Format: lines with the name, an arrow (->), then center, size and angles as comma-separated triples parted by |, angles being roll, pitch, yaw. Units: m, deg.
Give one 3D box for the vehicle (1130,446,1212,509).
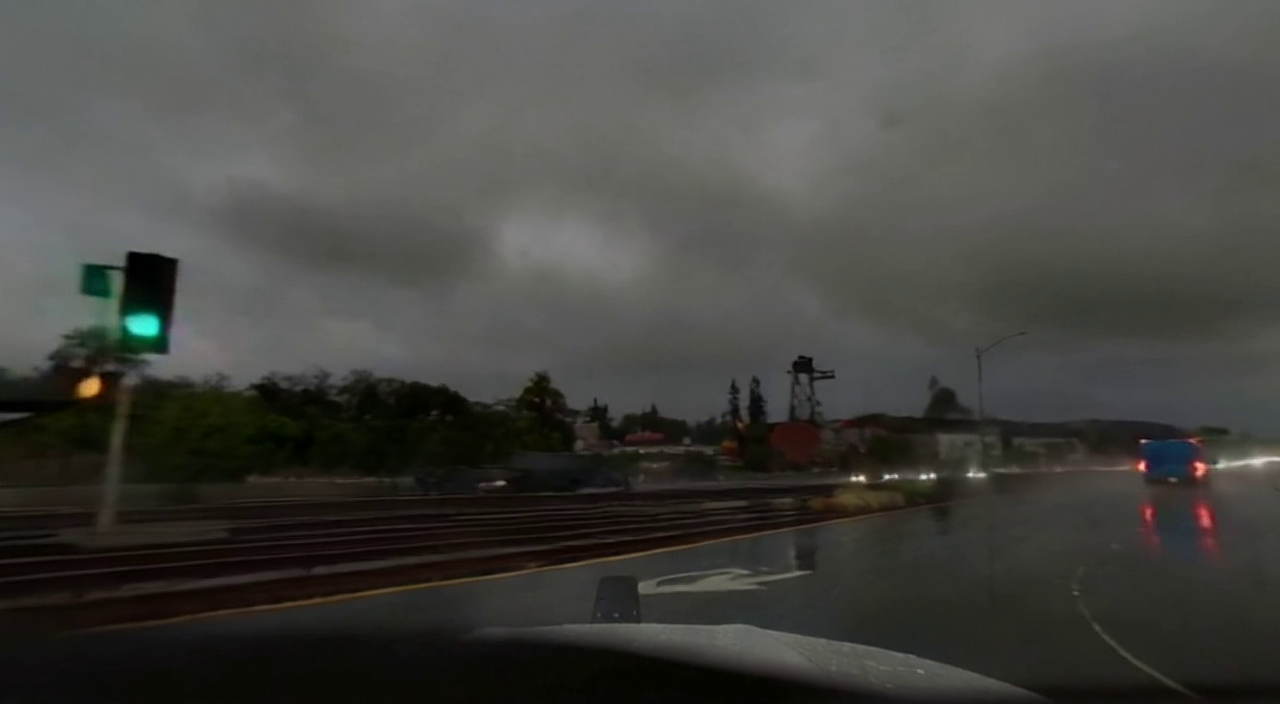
vehicle -> 27.889, 6.511, 33.130 | 4.180, 3.020, 2.606 | 11, -14, -44
